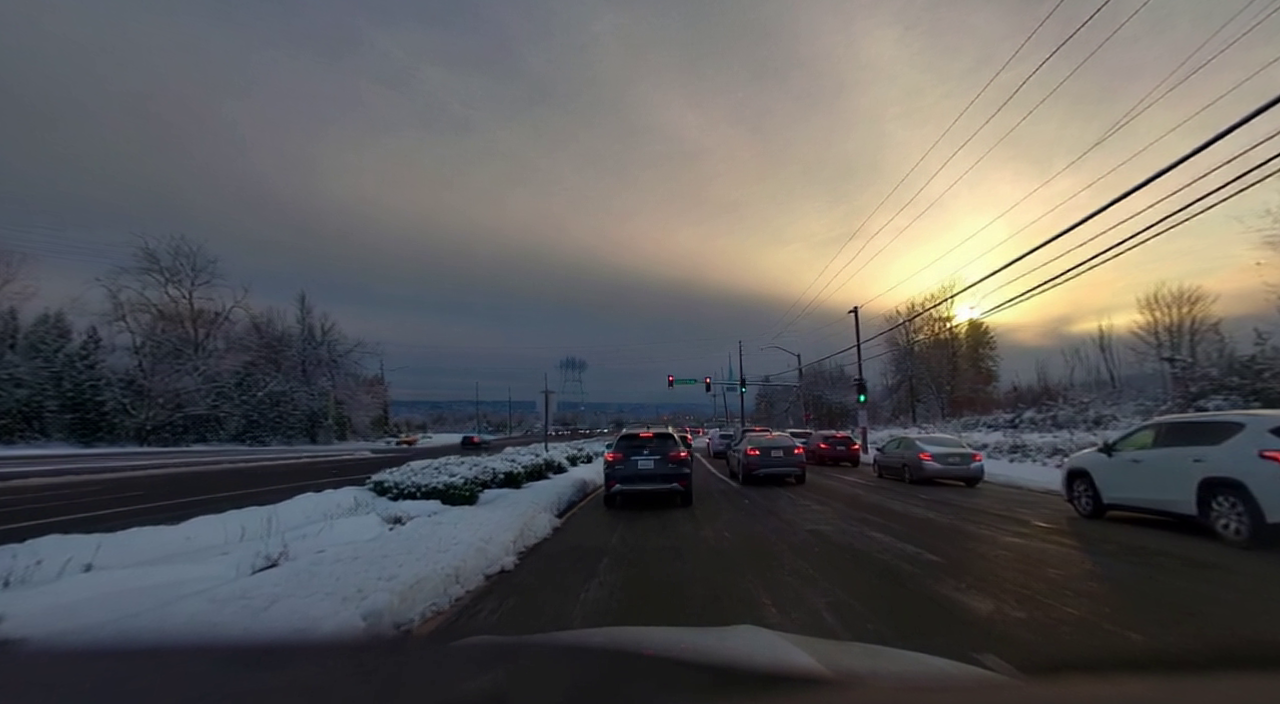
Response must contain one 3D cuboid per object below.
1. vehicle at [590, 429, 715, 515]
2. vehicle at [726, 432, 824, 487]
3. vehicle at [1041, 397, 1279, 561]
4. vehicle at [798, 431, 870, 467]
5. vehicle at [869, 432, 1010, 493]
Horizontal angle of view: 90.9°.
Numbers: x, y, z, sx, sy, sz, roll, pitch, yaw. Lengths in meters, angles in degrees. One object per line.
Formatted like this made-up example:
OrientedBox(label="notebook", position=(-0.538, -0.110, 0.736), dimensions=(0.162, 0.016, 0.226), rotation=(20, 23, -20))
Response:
OrientedBox(label="vehicle", position=(0.261, 2.451, 13.422), dimensions=(2.208, 1.498, 4.401), rotation=(0, -8, 1))
OrientedBox(label="vehicle", position=(3.951, 3.239, 19.243), dimensions=(2.028, 1.454, 4.531), rotation=(0, -8, 1))
OrientedBox(label="vehicle", position=(8.251, 1.655, 8.658), dimensions=(2.195, 1.802, 5.051), rotation=(0, -8, 1))
OrientedBox(label="vehicle", position=(8.972, 4.527, 29.572), dimensions=(1.966, 1.536, 4.666), rotation=(0, -8, 1))
OrientedBox(label="vehicle", position=(8.165, 3.044, 17.710), dimensions=(1.905, 1.483, 4.469), rotation=(-1, -8, 2))
